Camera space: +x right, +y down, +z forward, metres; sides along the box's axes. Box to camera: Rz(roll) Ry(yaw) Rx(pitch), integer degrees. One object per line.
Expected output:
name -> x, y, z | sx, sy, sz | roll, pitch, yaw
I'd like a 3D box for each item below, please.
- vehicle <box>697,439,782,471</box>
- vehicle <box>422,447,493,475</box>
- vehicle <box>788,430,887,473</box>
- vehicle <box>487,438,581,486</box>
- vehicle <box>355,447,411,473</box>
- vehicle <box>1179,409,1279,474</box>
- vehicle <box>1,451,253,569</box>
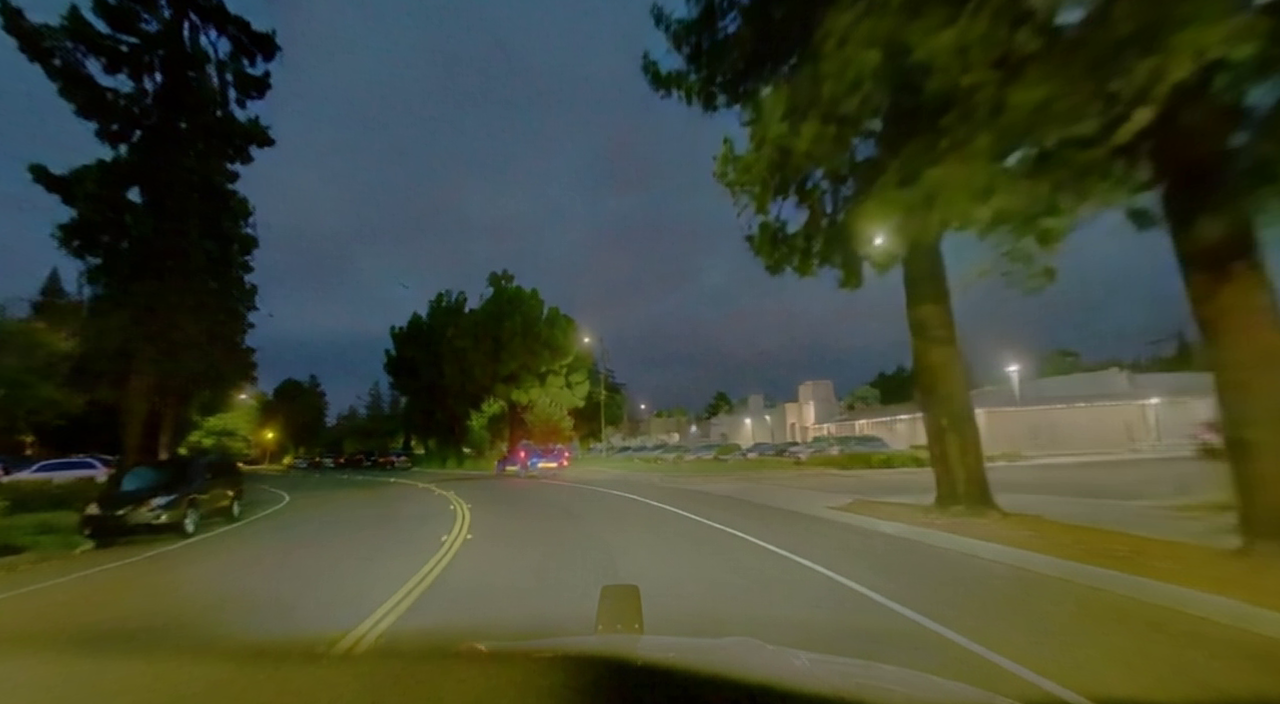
vehicle -> 5.147, 5.275, 32.447 | 4.225, 1.517, 2.036 | 7, -11, -41
vehicle -> -10.716, 6.312, 36.892 | 2.053, 1.519, 4.611 | 8, -11, -43
vehicle -> 9.060, 4.450, 28.815 | 4.372, 1.723, 2.229 | 5, -9, -40
vehicle -> -4.922, 4.913, 28.815 | 2.042, 1.817, 5.202 | 5, -8, -36
vehicle -> -18.464, 7.683, 45.214 | 2.055, 1.731, 4.686 | 8, -11, -42
vehicle -> 17.896, 2.673, 19.012 | 4.666, 1.711, 1.900 | 7, -11, -43
vehicle -> -9.620, 2.870, 12.520 | 2.206, 1.537, 4.946 | -1, -7, -18
